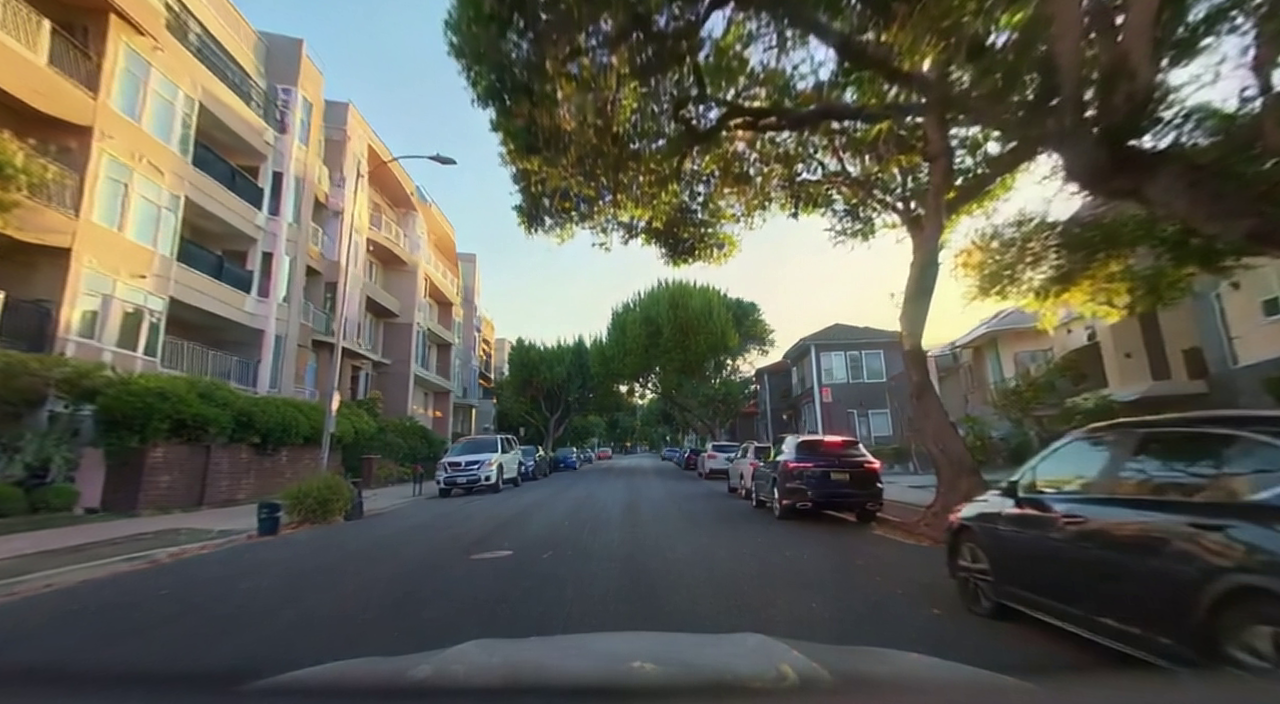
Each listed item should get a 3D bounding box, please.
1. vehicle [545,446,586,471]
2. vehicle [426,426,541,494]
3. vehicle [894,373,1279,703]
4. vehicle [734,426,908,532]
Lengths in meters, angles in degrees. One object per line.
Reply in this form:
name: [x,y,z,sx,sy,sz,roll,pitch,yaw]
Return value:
vehicle: [-5.442,7.838,46.759,2.222,1.735,5.215,-1,-8,2]
vehicle: [-5.534,4.014,23.405,2.596,2.152,5.689,-1,-10,2]
vehicle: [3.656,1.075,3.610,2.184,1.661,4.940,0,-8,-2]
vehicle: [3.495,2.569,13.485,2.216,1.790,5.077,0,-8,0]
